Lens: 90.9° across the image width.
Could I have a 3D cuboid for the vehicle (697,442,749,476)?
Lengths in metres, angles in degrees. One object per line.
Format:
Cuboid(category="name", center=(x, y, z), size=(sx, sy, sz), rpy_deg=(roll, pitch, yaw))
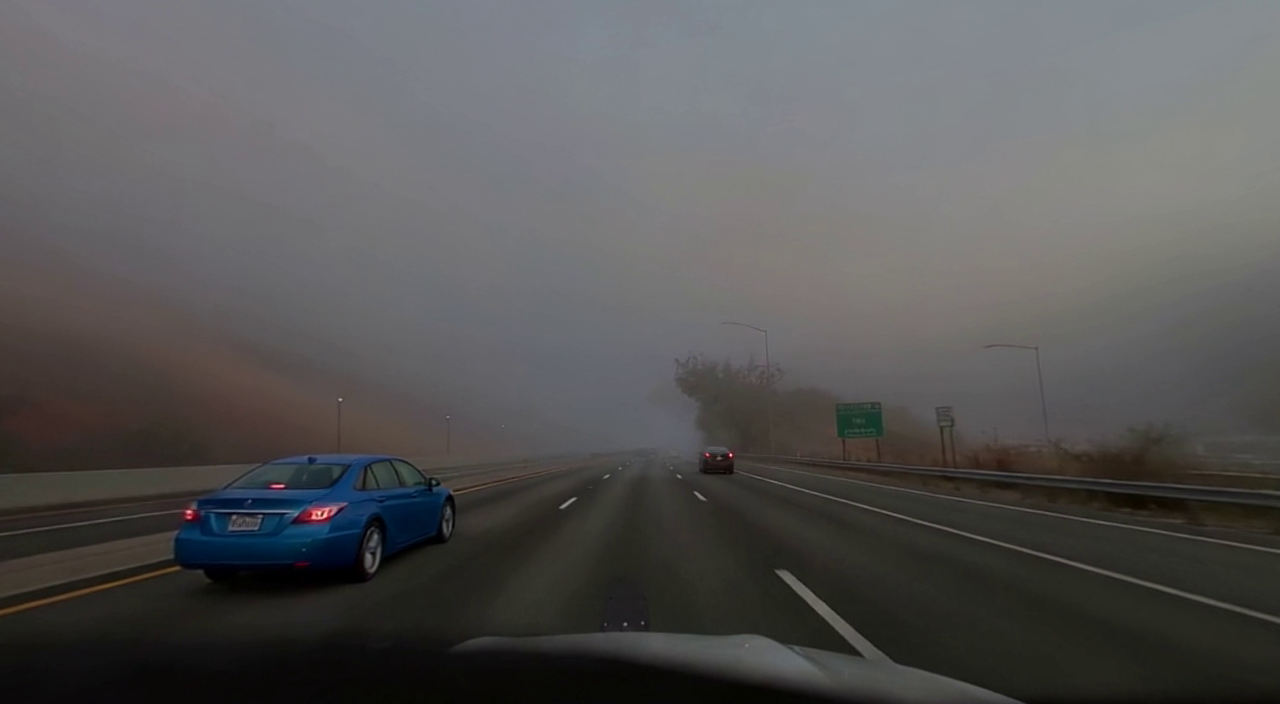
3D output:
Cuboid(category="vehicle", center=(3.888, 5.073, 30.235), size=(1.916, 1.469, 4.481), rpy_deg=(0, -8, 0))
